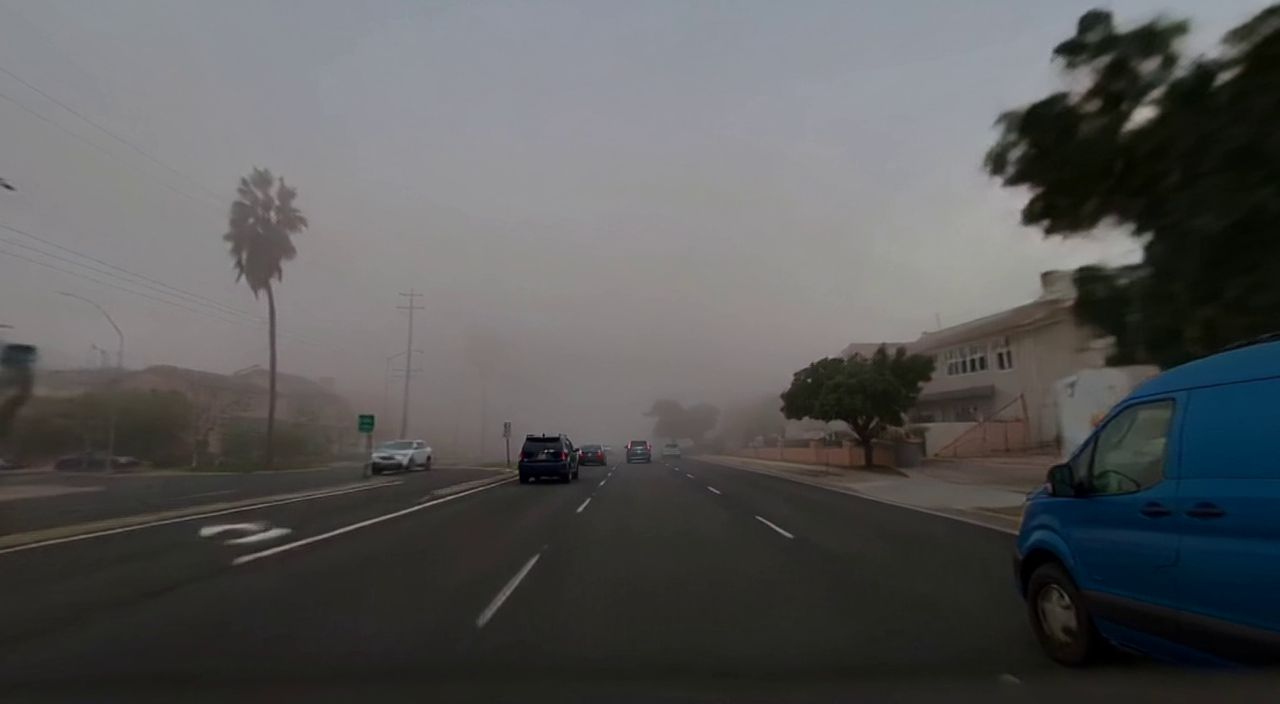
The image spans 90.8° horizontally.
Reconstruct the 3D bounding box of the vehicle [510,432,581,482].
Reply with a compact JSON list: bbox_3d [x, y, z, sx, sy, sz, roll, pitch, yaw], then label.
[{"bbox_3d":[-3.405,3.866,23.515,1.967,1.703,4.157,0,-8,0],"label":"vehicle"}]

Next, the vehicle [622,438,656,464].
[{"bbox_3d":[-0.119,6.951,44.511,2.191,1.761,3.857,0,-8,-2],"label":"vehicle"}]

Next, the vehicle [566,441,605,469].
[{"bbox_3d":[-3.015,5.776,35.612,1.869,1.454,4.142,0,-8,-1],"label":"vehicle"}]

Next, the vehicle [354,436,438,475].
[{"bbox_3d":[-11.959,5.093,31.398,2.242,1.770,4.782,0,-8,0],"label":"vehicle"}]

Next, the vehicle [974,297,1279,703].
[{"bbox_3d":[3.710,0.718,2.380,2.234,1.912,4.847,0,-8,0],"label":"vehicle"}]
